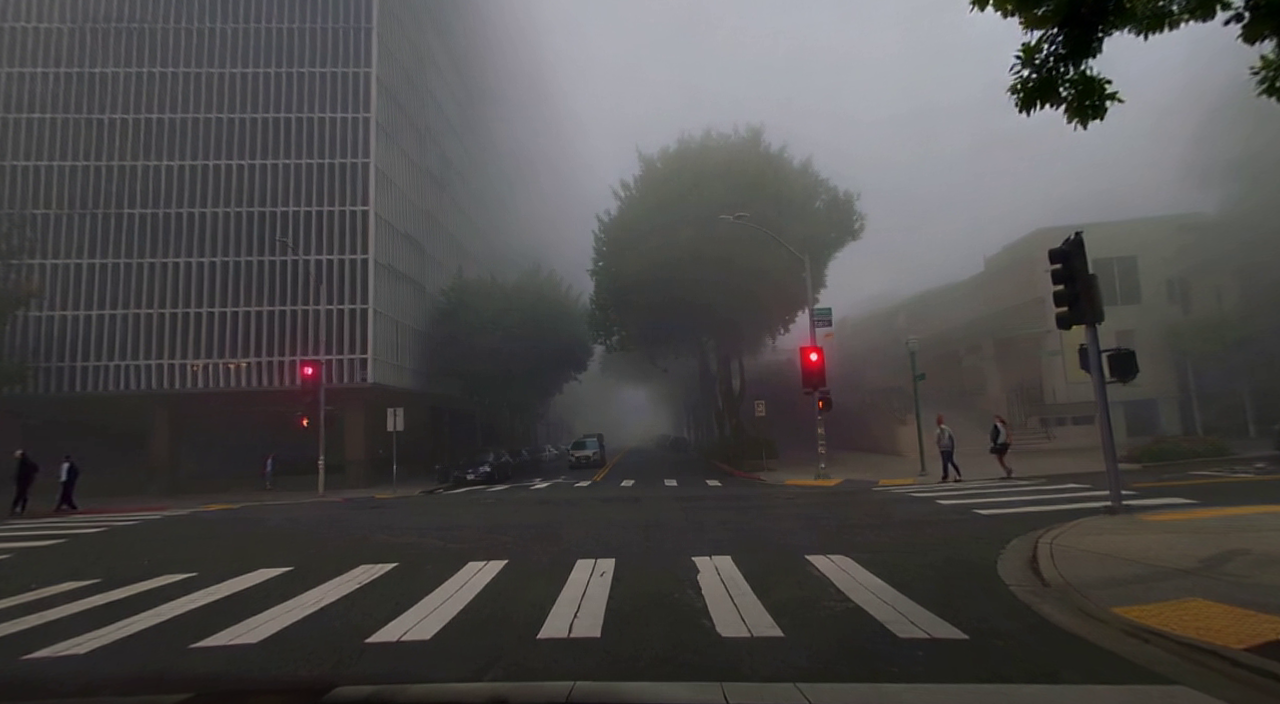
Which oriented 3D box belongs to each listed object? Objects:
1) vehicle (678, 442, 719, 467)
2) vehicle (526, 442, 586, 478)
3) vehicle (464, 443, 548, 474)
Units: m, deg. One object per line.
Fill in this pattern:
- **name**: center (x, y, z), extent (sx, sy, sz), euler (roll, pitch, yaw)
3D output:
- **vehicle**: center (3.540, 6.283, 38.866), extent (1.853, 1.426, 4.160), euler (1, -8, -3)
- **vehicle**: center (-3.670, 4.817, 28.454), extent (1.989, 1.481, 4.500), euler (0, -8, 1)
- **vehicle**: center (-8.024, 6.365, 38.017), extent (1.963, 1.726, 4.526), euler (-8, -12, 44)
